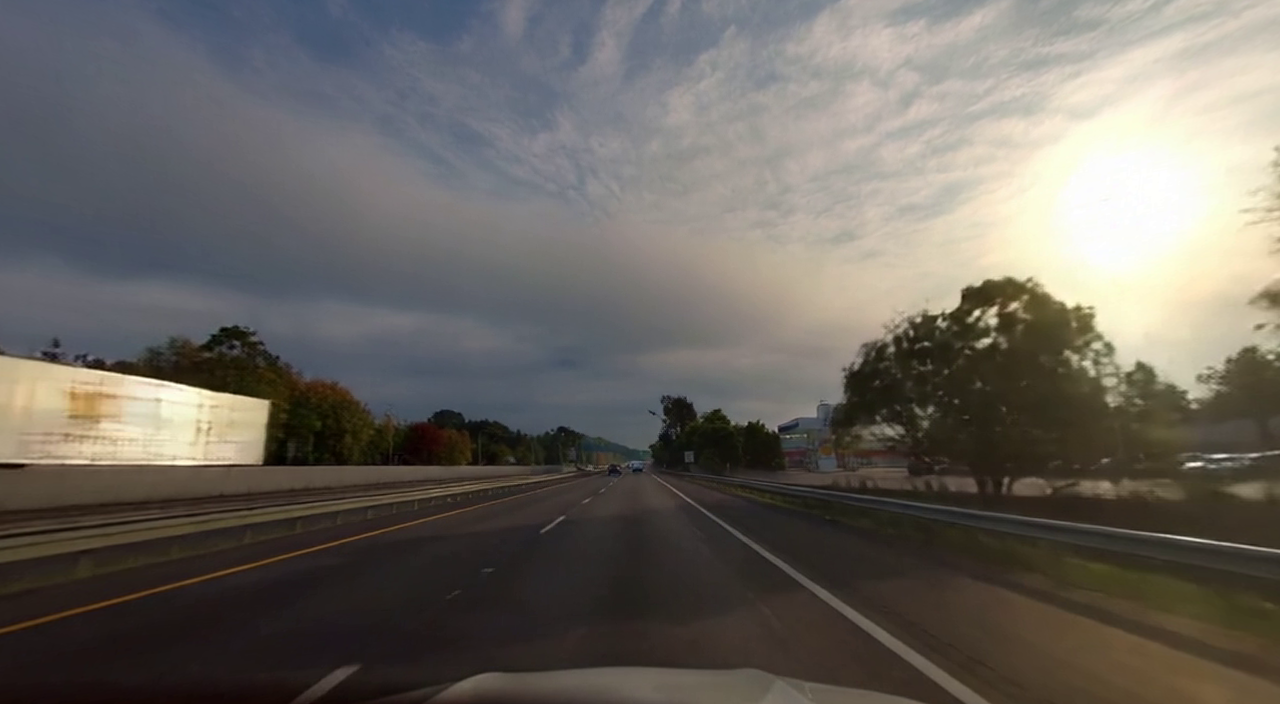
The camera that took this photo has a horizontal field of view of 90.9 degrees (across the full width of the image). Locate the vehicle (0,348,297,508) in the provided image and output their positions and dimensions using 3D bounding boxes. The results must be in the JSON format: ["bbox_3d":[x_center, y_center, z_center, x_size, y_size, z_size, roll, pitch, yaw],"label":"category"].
[{"bbox_3d":[-17.345,2.988,21.656,3.384,3.839,13.714,1,-11,0],"label":"vehicle"}]
